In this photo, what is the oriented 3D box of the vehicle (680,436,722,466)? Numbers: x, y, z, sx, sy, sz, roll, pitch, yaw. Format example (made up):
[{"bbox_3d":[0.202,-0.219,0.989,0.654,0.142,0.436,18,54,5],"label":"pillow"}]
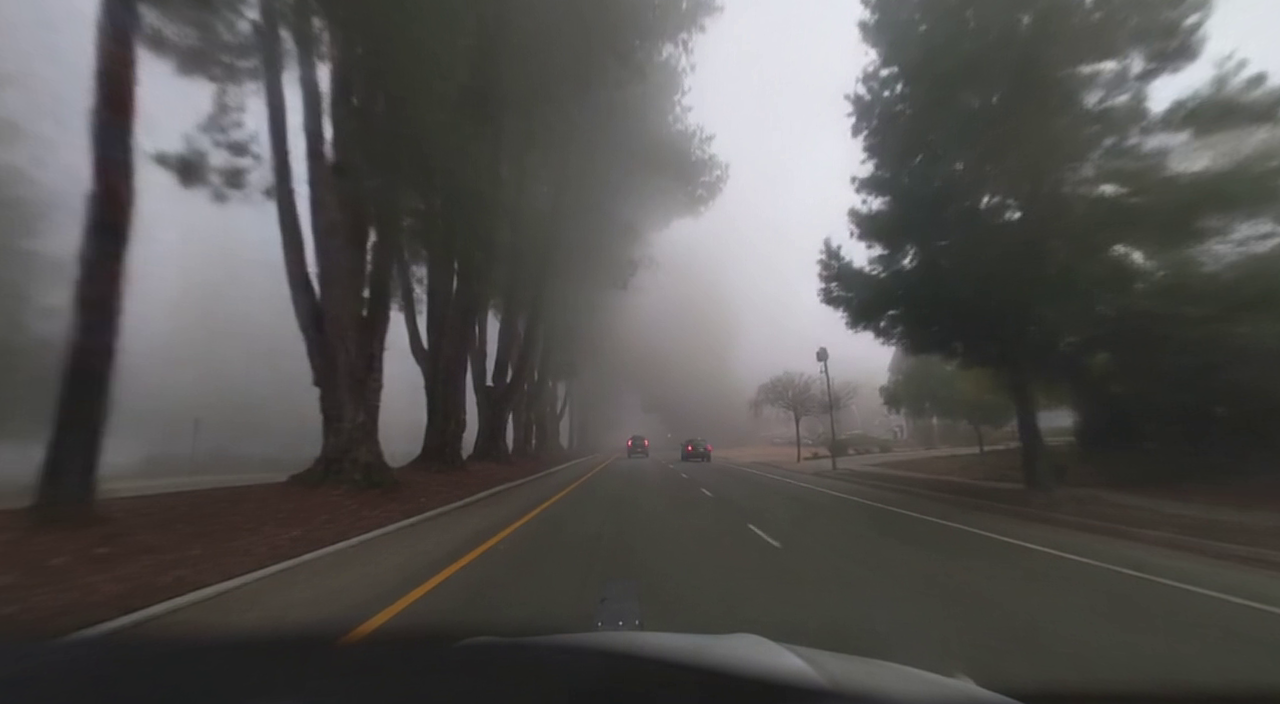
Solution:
[{"bbox_3d":[3.485,5.778,36.883,1.888,1.640,4.044,0,-8,-2],"label":"vehicle"}]

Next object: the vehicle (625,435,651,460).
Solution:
[{"bbox_3d":[-0.183,7.502,49.667,1.925,1.799,4.257,0,-8,0],"label":"vehicle"}]
